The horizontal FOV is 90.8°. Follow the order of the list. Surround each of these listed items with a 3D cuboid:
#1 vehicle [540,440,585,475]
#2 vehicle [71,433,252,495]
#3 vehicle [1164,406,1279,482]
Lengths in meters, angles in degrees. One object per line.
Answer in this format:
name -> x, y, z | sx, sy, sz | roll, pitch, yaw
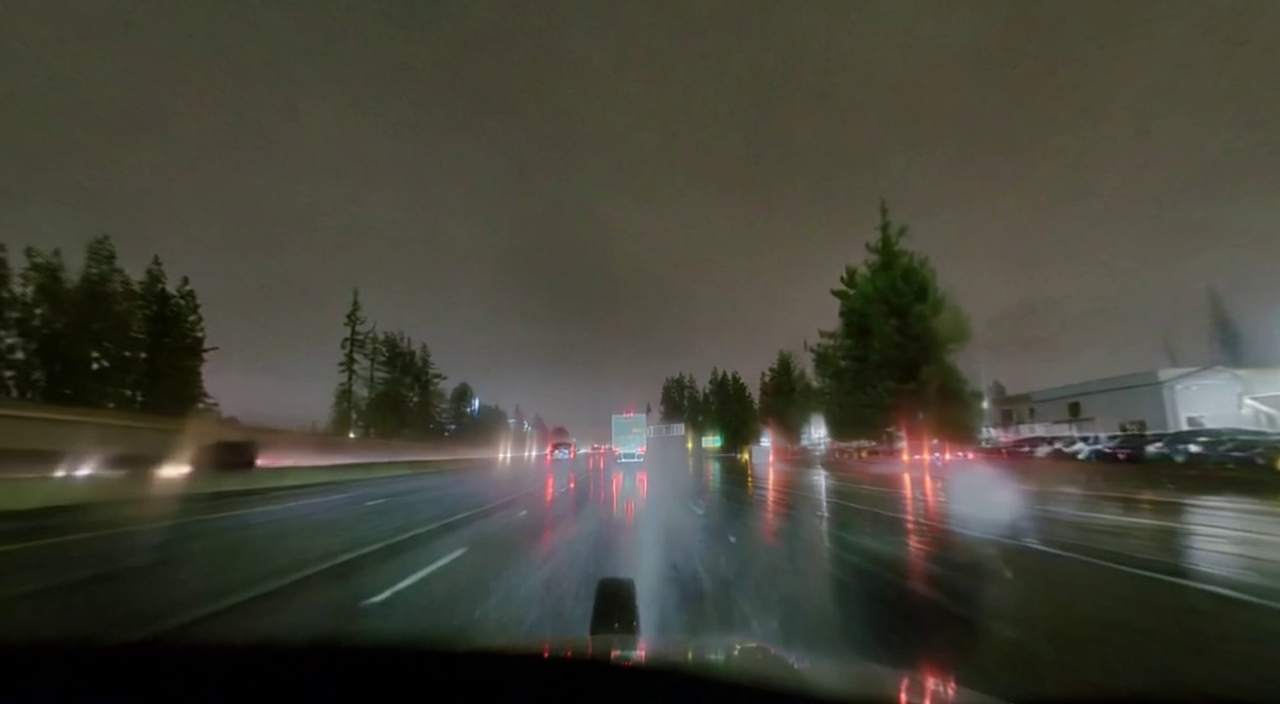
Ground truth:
vehicle -> -4.582, 6.279, 37.951 | 2.095, 1.930, 4.680 | 0, -9, 0
vehicle -> -15.611, 3.672, 21.145 | 1.757, 1.738, 5.618 | 0, -9, -1
vehicle -> 32.708, 4.981, 34.253 | 8.295, 3.754, 2.807 | 4, -9, -24
